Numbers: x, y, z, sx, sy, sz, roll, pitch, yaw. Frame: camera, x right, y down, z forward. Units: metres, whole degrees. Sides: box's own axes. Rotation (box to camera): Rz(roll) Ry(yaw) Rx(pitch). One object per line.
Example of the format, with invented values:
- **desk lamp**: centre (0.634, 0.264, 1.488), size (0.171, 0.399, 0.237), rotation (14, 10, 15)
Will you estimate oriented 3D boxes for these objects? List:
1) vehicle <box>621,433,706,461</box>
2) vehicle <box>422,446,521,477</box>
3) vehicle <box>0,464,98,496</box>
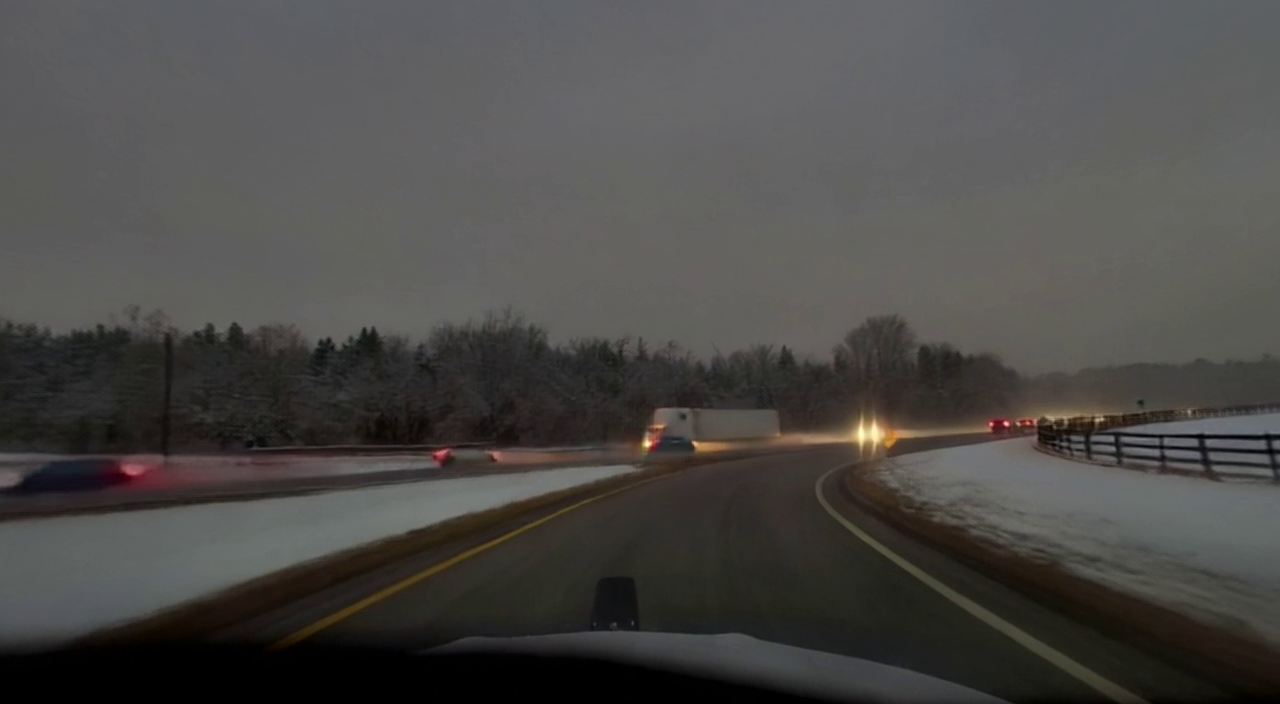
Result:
- **vehicle**: centre (1.446, 5.670, 37.697), size (4.843, 1.579, 2.135), rotation (6, -11, -38)
- **vehicle**: centre (-9.097, 5.907, 34.273), size (4.819, 1.496, 1.923), rotation (6, -11, -39)
- **vehicle**: centre (-30.676, 6.605, 32.736), size (3.568, 1.400, 1.711), rotation (6, -11, -39)
